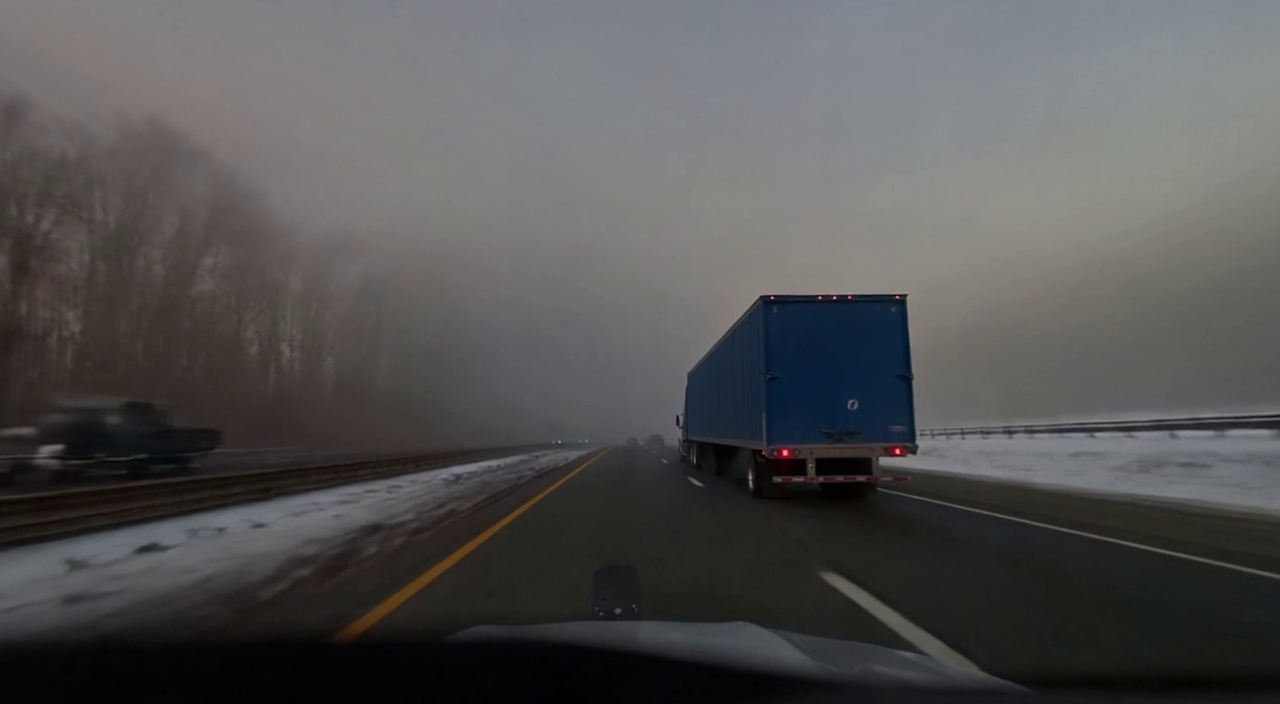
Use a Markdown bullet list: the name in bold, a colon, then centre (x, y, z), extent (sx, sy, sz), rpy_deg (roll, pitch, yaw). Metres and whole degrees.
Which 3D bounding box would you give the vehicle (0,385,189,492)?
- **vehicle**: centre (-12.619, 1.870, 13.647), extent (2.101, 1.924, 4.804), rpy_deg (0, -8, -1)

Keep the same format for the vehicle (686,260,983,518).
- **vehicle**: centre (3.782, 1.695, 18.884), extent (3.203, 4.273, 17.131), rpy_deg (0, -8, -1)
